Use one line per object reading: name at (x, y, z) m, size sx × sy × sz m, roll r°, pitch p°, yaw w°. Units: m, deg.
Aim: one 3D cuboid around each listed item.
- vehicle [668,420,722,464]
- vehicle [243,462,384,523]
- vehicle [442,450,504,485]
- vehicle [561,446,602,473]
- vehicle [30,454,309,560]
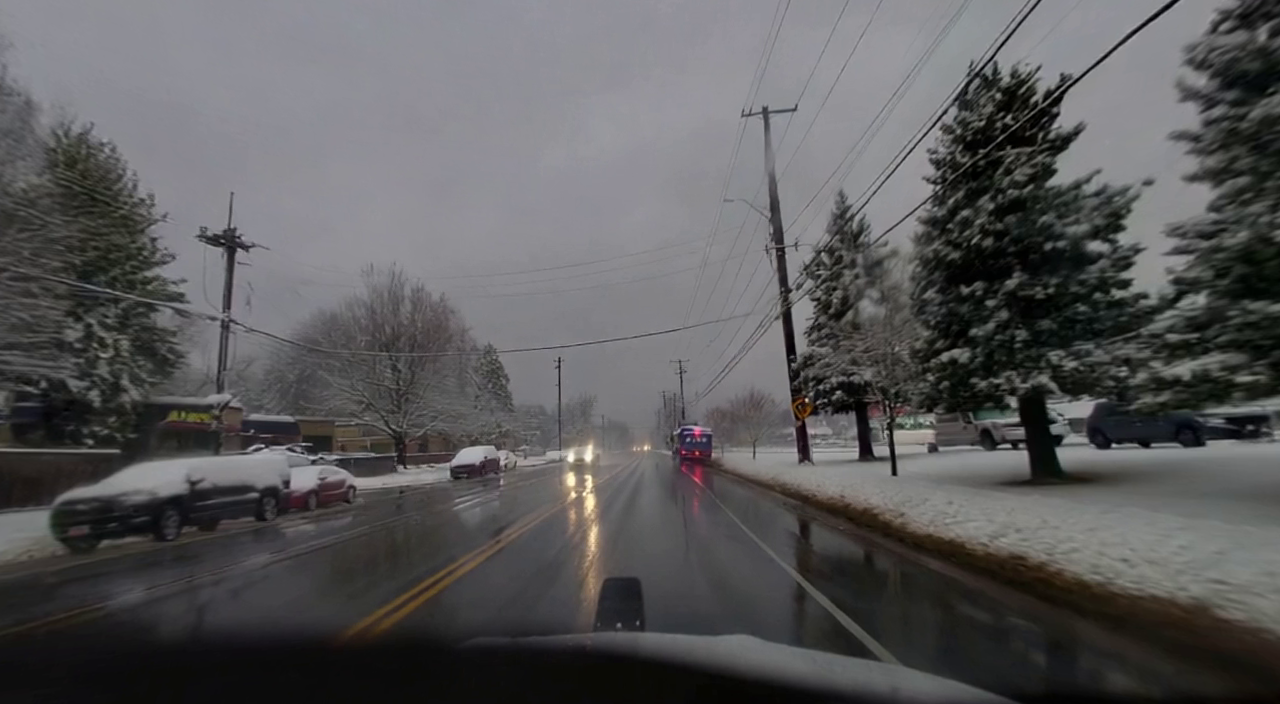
vehicle at (4.089, 7.116, 49.537) m, size 3.168 × 3.106 × 9.350 m, roll 0°, pitch -9°, yaw -1°
vehicle at (-9.376, 4.044, 18.629) m, size 1.768 × 1.454 × 4.340 m, roll 0°, pitch -9°, yaw 1°
vehicle at (-8.881, 6.163, 34.113) m, size 1.938 × 1.756 × 4.686 m, roll 0°, pitch -9°, yaw 2°
vehicle at (-3.489, 6.514, 38.489) m, size 2.042 × 1.530 × 3.980 m, roll 0°, pitch -9°, yaw 1°
vehicle at (-9.622, 3.133, 13.671) m, size 2.059 × 1.783 × 5.024 m, roll 0°, pitch -9°, yaw 1°
